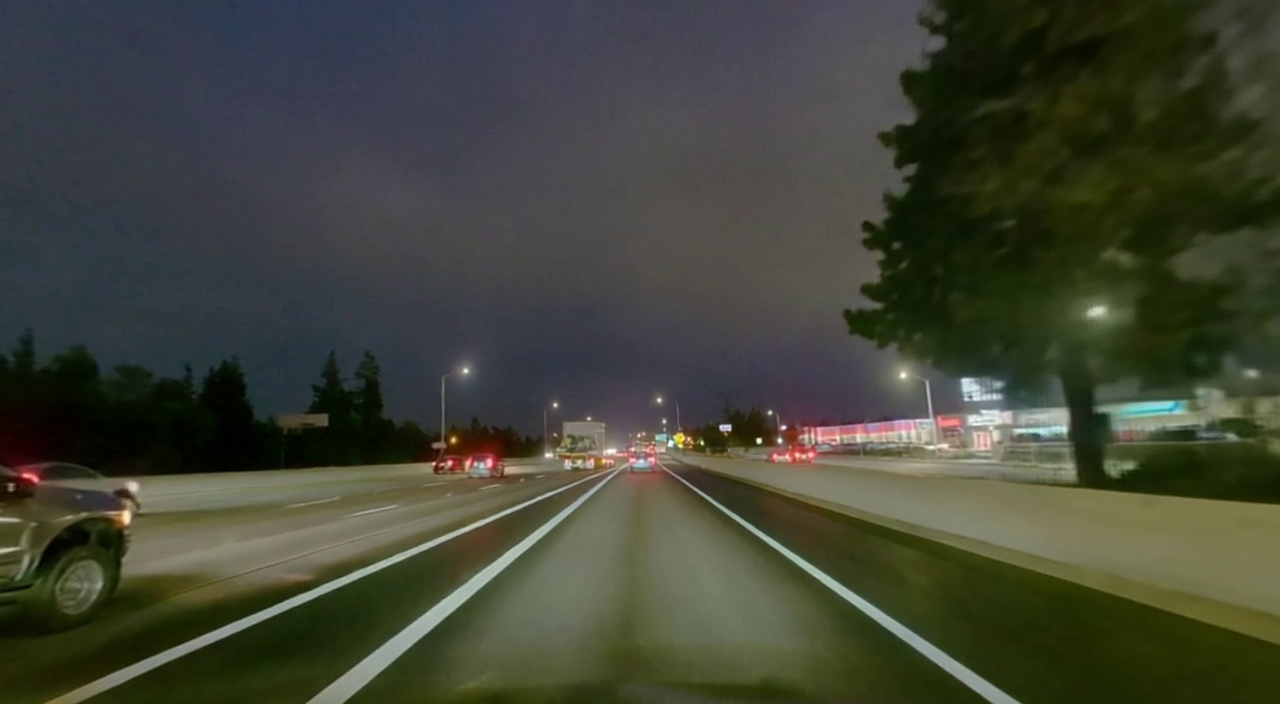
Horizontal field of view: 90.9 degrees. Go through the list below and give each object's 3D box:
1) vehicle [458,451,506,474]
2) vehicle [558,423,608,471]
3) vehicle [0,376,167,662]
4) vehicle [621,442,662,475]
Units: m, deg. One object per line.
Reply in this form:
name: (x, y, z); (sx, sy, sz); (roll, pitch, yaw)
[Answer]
vehicle: (-11.004, 7.750, 44.349); (1.928, 1.480, 4.823); (0, -8, 2)
vehicle: (-4.285, 7.426, 49.471); (2.796, 3.426, 8.553); (0, -8, 2)
vehicle: (-5.187, 0.910, 2.997); (2.200, 1.793, 4.586); (0, -8, 2)
vehicle: (0.111, 6.282, 37.432); (2.227, 1.794, 4.646); (0, -8, 1)
